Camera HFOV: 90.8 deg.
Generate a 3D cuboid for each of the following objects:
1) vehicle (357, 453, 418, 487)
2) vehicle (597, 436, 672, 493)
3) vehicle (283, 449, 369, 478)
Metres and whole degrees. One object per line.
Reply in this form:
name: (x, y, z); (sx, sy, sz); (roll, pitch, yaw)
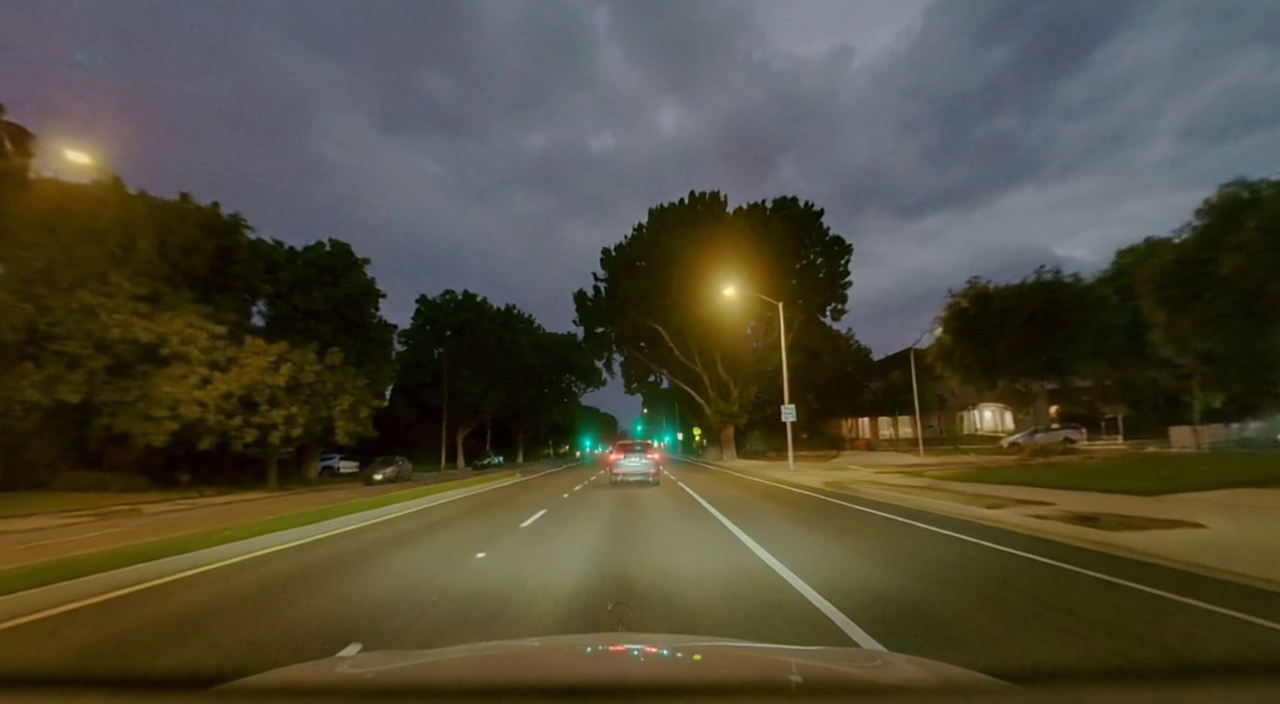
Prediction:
vehicle: (-13.989, 6.520, 35.247); (1.900, 1.596, 4.142); (-3, -9, -3)
vehicle: (-0.182, 3.597, 20.487); (2.181, 1.639, 4.127); (0, -9, -1)
vehicle: (-21.557, 7.662, 43.569); (4.807, 1.872, 2.041); (0, -9, -2)
